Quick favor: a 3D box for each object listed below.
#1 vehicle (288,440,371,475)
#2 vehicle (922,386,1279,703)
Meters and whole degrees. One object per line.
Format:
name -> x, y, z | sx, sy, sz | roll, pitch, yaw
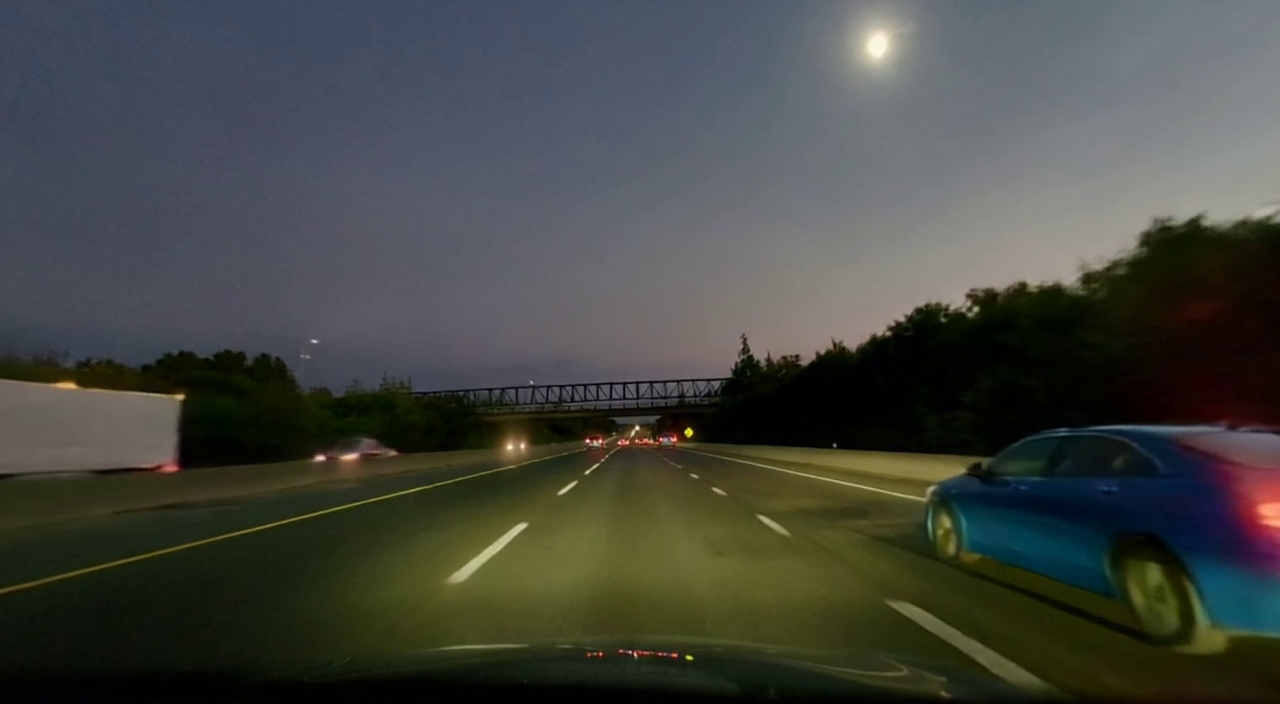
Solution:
vehicle -> -16.709, 5.674, 34.272 | 1.934, 1.737, 5.320 | 0, -8, -1
vehicle -> 3.978, 1.110, 4.243 | 2.031, 1.531, 4.365 | 0, -8, -2
